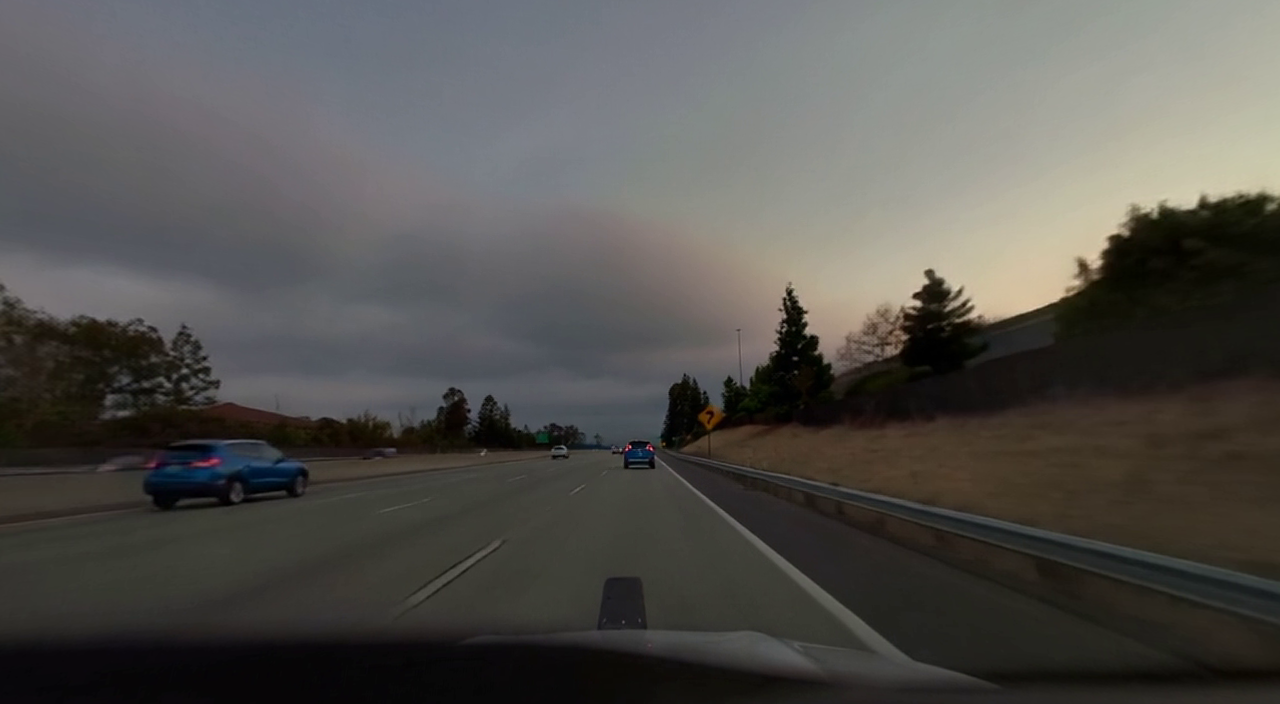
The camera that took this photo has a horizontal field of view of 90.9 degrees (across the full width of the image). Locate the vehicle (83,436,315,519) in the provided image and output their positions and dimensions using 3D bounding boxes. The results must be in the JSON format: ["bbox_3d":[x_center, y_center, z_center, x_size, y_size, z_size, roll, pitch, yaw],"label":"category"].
[{"bbox_3d":[-10.287,2.930,15.366,2.037,1.661,4.885,0,-8,1],"label":"vehicle"}]

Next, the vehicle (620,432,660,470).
[{"bbox_3d":[-0.007,6.007,38.390,2.318,2.145,4.561,0,-8,0],"label":"vehicle"}]
